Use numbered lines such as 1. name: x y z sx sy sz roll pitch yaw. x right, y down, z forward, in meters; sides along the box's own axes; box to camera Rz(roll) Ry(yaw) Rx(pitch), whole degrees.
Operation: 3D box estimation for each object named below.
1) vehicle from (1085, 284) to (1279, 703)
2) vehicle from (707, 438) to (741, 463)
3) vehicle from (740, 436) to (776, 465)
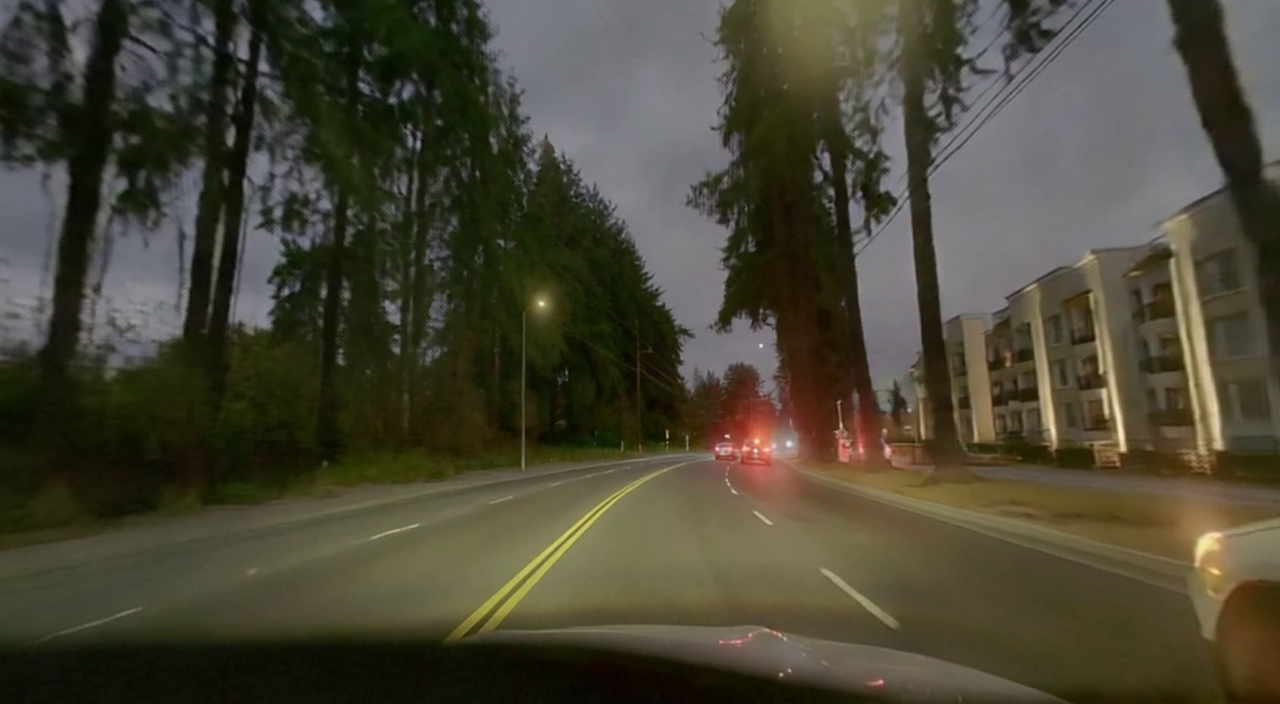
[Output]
1. vehicle: 3.336 0.461 0.552 2.219 1.881 5.104 0 -8 2
2. vehicle: 6.600 7.664 49.108 2.158 1.852 4.485 -2 -9 13
3. vehicle: 7.591 6.322 40.421 2.069 1.791 4.422 -1 -9 10
